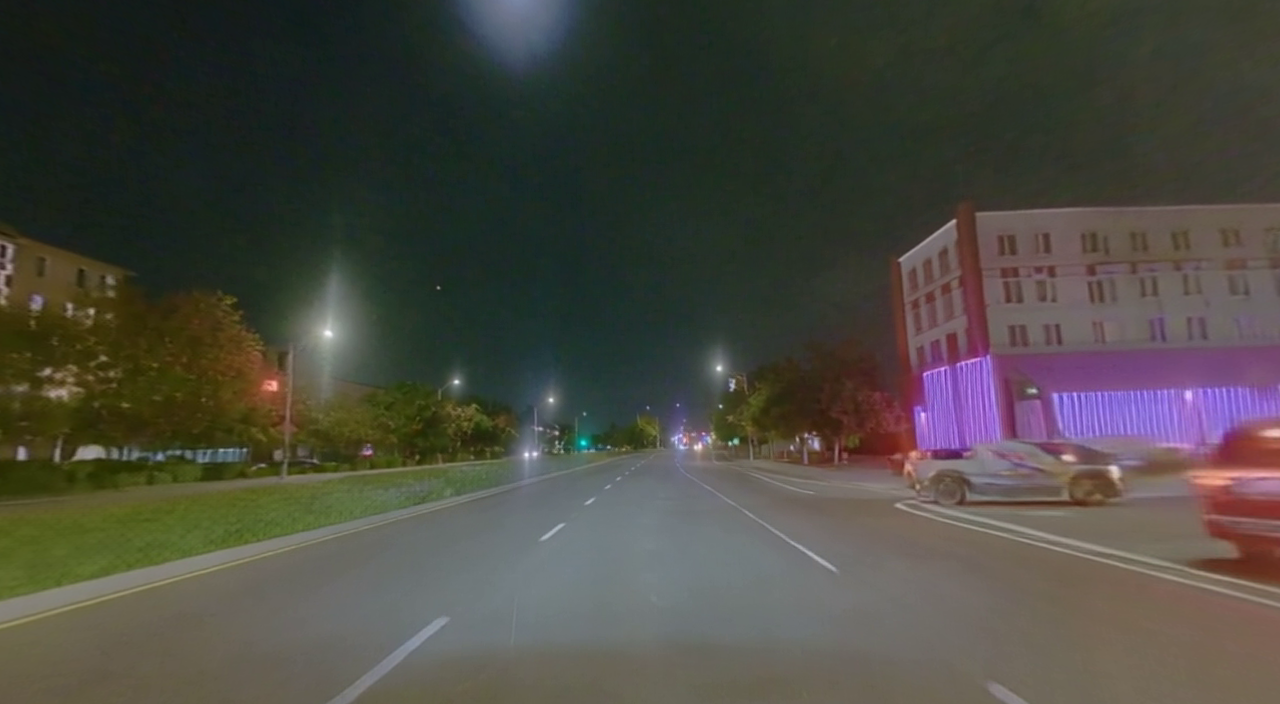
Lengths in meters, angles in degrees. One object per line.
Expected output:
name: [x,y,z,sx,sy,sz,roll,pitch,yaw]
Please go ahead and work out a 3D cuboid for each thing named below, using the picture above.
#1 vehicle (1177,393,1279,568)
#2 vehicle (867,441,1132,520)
vehicle: [9.831,1.569,8.001,5.157,1.991,2.477,4,-9,-25]
vehicle: [7.751,2.780,14.150,4.733,1.499,2.000,-4,-10,26]
